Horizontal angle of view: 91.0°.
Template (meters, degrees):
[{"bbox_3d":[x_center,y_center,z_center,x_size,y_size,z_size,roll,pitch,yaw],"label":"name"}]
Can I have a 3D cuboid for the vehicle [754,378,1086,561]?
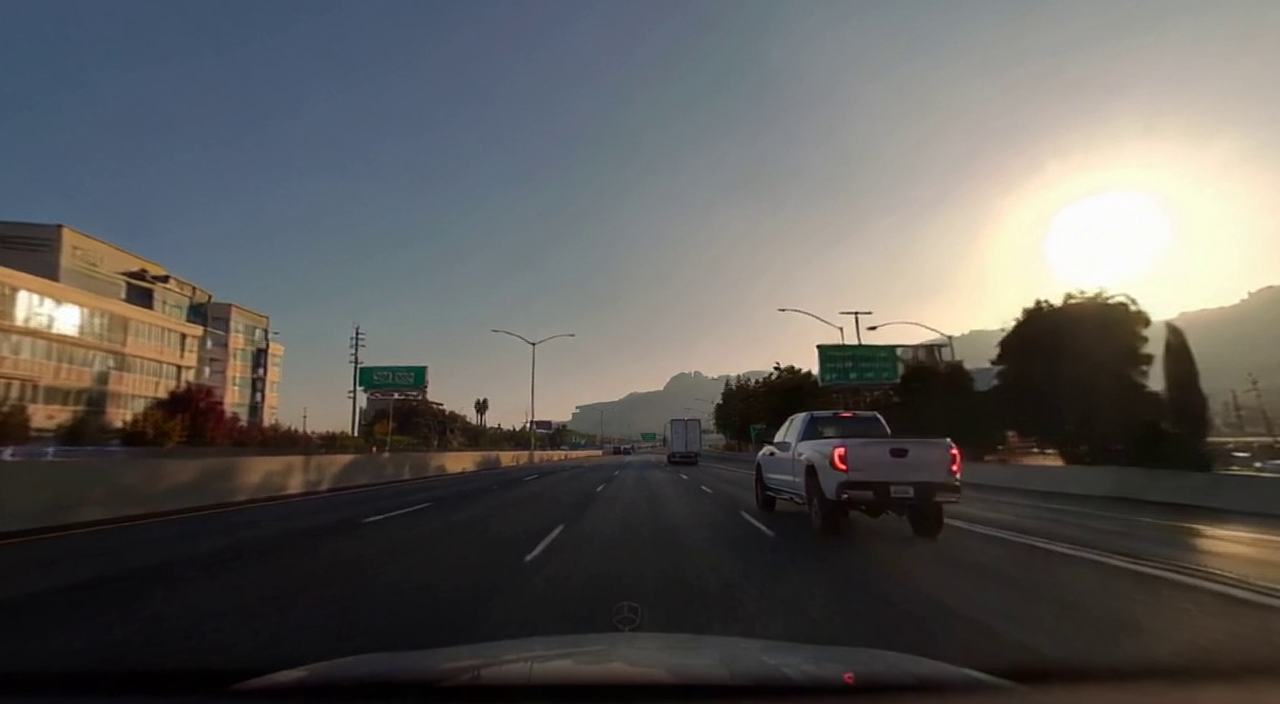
[{"bbox_3d":[3.872,1.874,10.645,2.740,2.157,6.300,0,-9,0],"label":"vehicle"}]
